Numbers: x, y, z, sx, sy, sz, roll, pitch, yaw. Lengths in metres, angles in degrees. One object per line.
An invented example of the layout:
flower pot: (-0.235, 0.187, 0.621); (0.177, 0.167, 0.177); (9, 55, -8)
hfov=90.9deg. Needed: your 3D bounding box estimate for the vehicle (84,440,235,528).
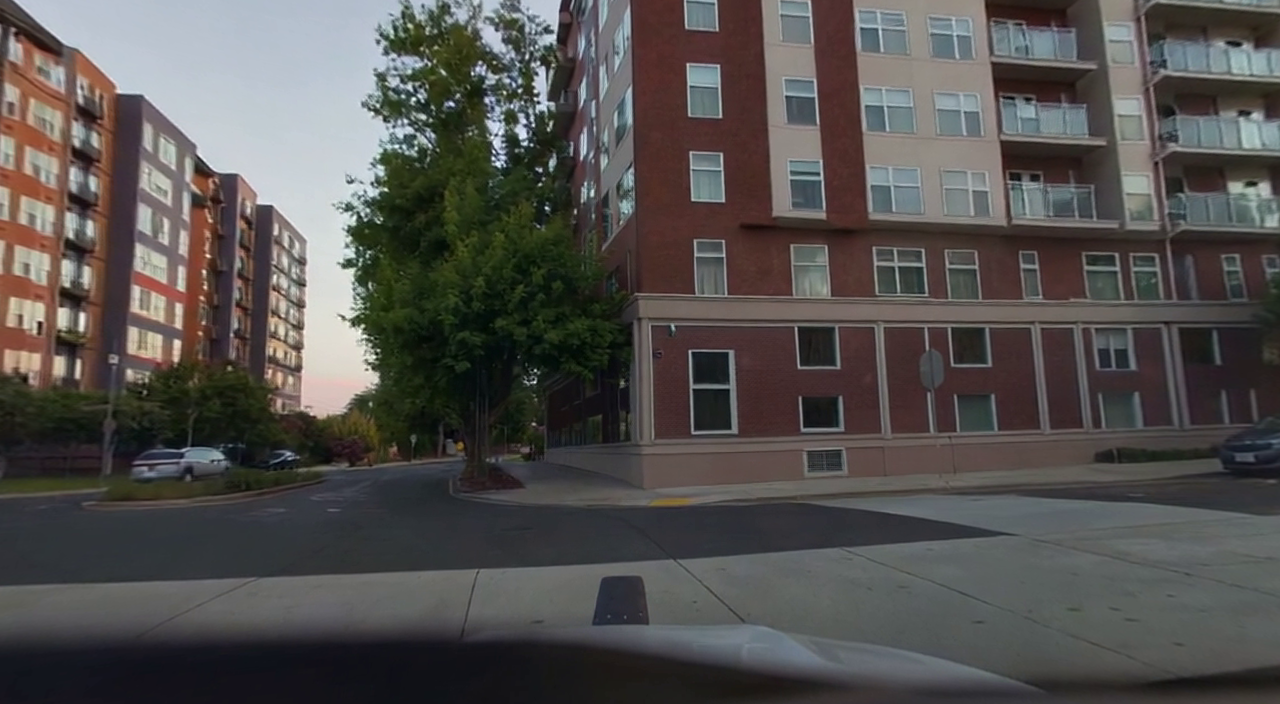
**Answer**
vehicle: (-10.558, 2.714, 13.707); (2.027, 1.475, 4.522); (4, -9, -44)
